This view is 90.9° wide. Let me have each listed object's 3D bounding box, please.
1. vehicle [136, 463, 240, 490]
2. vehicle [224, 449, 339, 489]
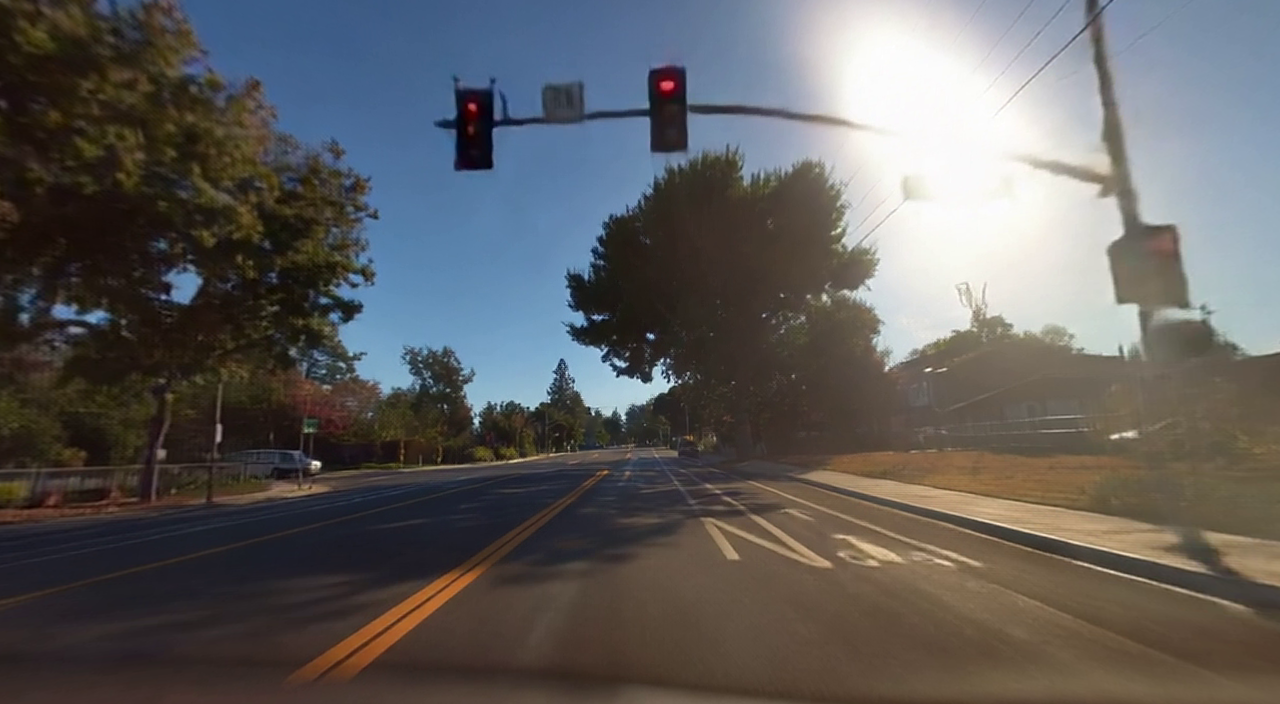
[{"bbox_3d":[-27.751,7.638,38.836,4.696,1.518,2.224,0,-8,-2],"label":"vehicle"},{"bbox_3d":[-21.915,7.171,38.662,5.841,1.902,2.244,-5,-8,4],"label":"vehicle"}]
